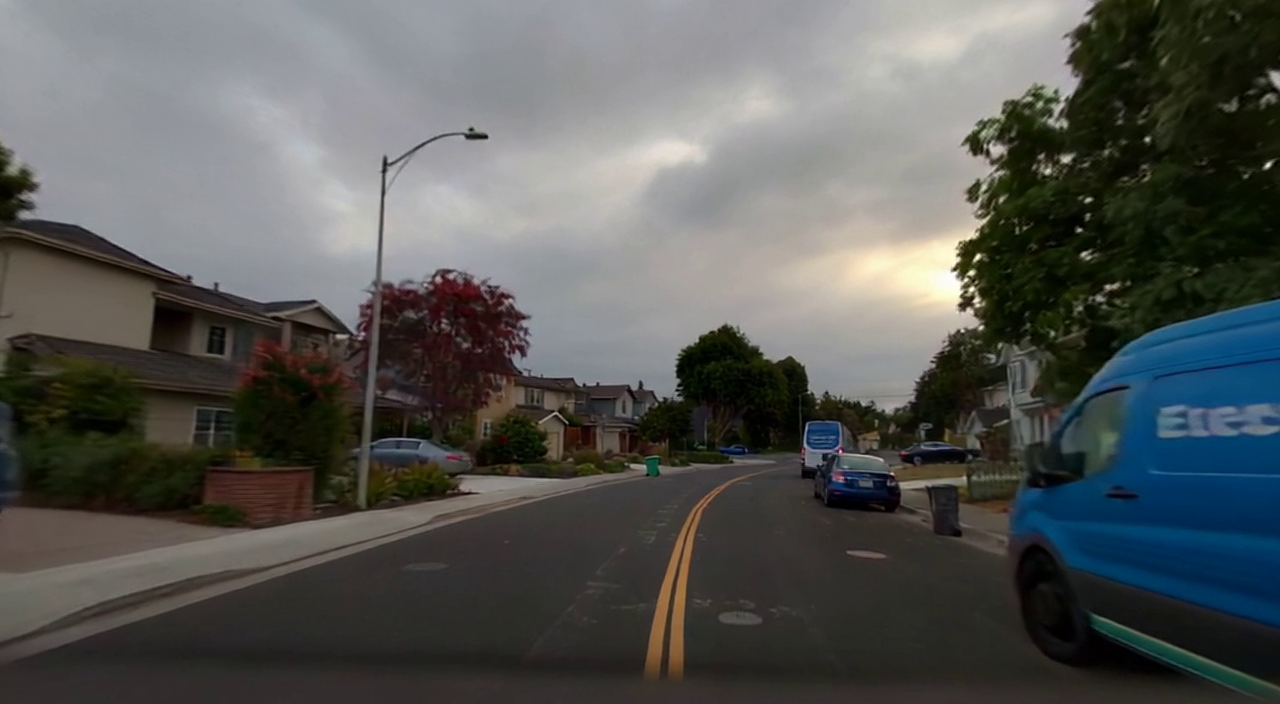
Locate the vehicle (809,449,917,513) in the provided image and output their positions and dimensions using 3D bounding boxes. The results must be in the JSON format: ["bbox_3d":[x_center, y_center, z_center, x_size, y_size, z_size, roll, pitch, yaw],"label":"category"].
[{"bbox_3d":[5.497,3.180,16.147,1.835,1.349,4.285,-1,-9,9],"label":"vehicle"}]

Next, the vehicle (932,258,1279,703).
[{"bbox_3d":[3.547,0.633,1.640,2.748,2.031,6.288,0,-8,2],"label":"vehicle"}]

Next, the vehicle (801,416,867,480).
[{"bbox_3d":[9.500,4.648,30.700,2.684,2.712,6.197,-3,-9,19],"label":"vehicle"}]

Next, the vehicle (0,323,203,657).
[{"bbox_3d":[-7.209,0.826,4.388,6.291,2.113,2.673,2,-8,1],"label":"vehicle"}]
